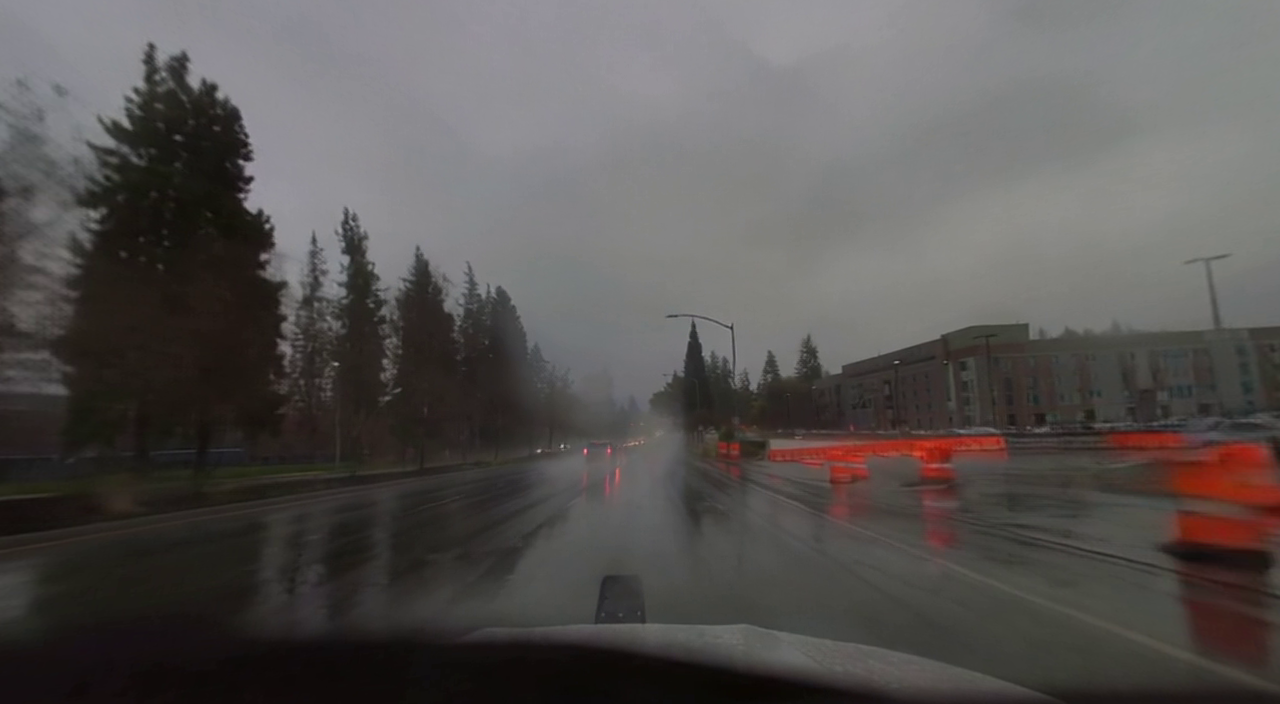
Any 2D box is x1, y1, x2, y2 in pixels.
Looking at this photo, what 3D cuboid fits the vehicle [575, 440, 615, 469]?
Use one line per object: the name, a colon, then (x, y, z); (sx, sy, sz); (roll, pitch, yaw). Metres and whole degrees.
vehicle: (-2.700, 6.238, 38.630); (2.121, 1.654, 3.993); (0, -8, 1)
